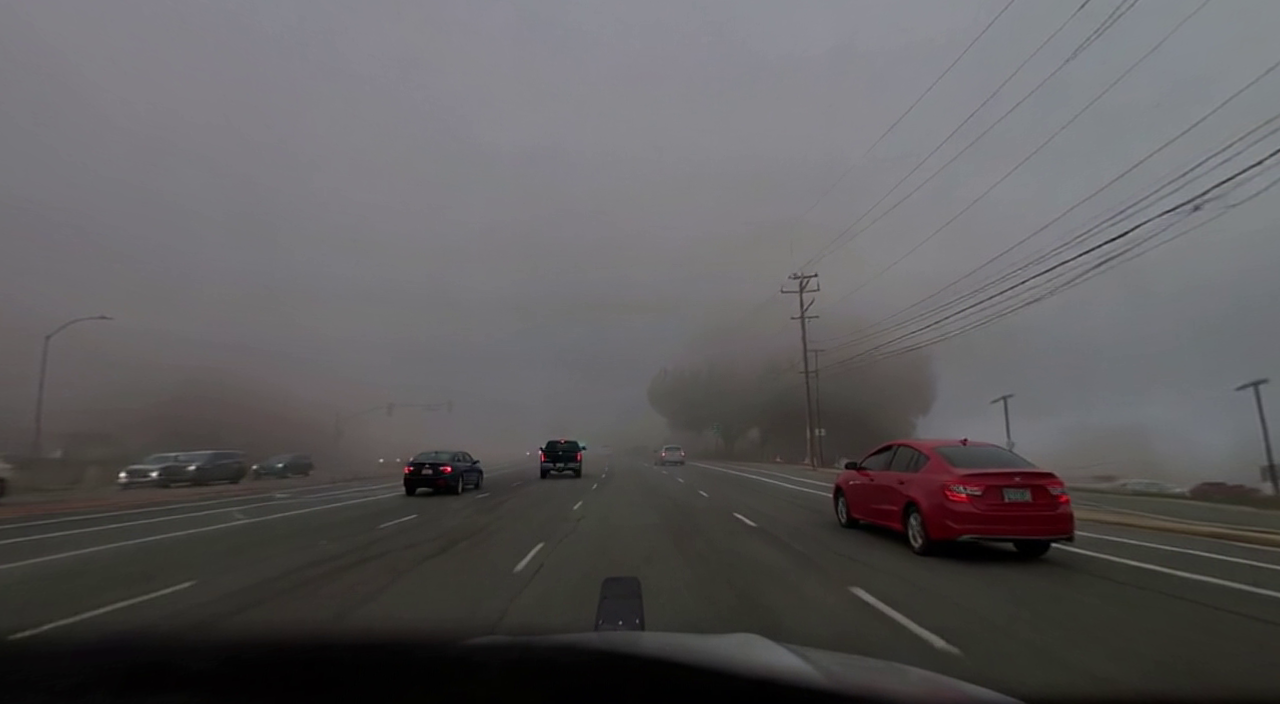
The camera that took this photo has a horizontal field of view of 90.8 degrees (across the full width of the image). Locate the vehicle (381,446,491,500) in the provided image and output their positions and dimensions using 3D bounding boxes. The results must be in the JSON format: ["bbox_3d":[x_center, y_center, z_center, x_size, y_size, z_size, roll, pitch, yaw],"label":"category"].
[{"bbox_3d":[-6.408,3.827,20.487,2.035,1.497,4.723,0,-9,-1],"label":"vehicle"}]

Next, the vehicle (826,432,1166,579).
[{"bbox_3d":[4.220,1.864,8.606,1.840,1.428,4.602,0,-9,-2],"label":"vehicle"}]

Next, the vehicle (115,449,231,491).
[{"bbox_3d":[-21.073,5.308,28.759,2.035,1.706,4.197,0,-9,0],"label":"vehicle"}]

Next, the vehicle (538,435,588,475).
[{"bbox_3d":[-4.174,5.743,35.456,2.467,1.991,6.089,0,-9,-4],"label":"vehicle"}]

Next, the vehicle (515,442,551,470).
[{"bbox_3d":[-8.107,8.004,48.437,2.169,1.865,4.739,4,-11,-4],"label":"vehicle"}]

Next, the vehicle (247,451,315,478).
[{"bbox_3d":[-24.298,7.626,43.017,1.915,1.689,4.640,0,-9,-1],"label":"vehicle"}]

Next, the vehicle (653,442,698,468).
[{"bbox_3d":[2.056,6.167,37.877,2.071,1.435,4.226,1,-9,-5],"label":"vehicle"}]
